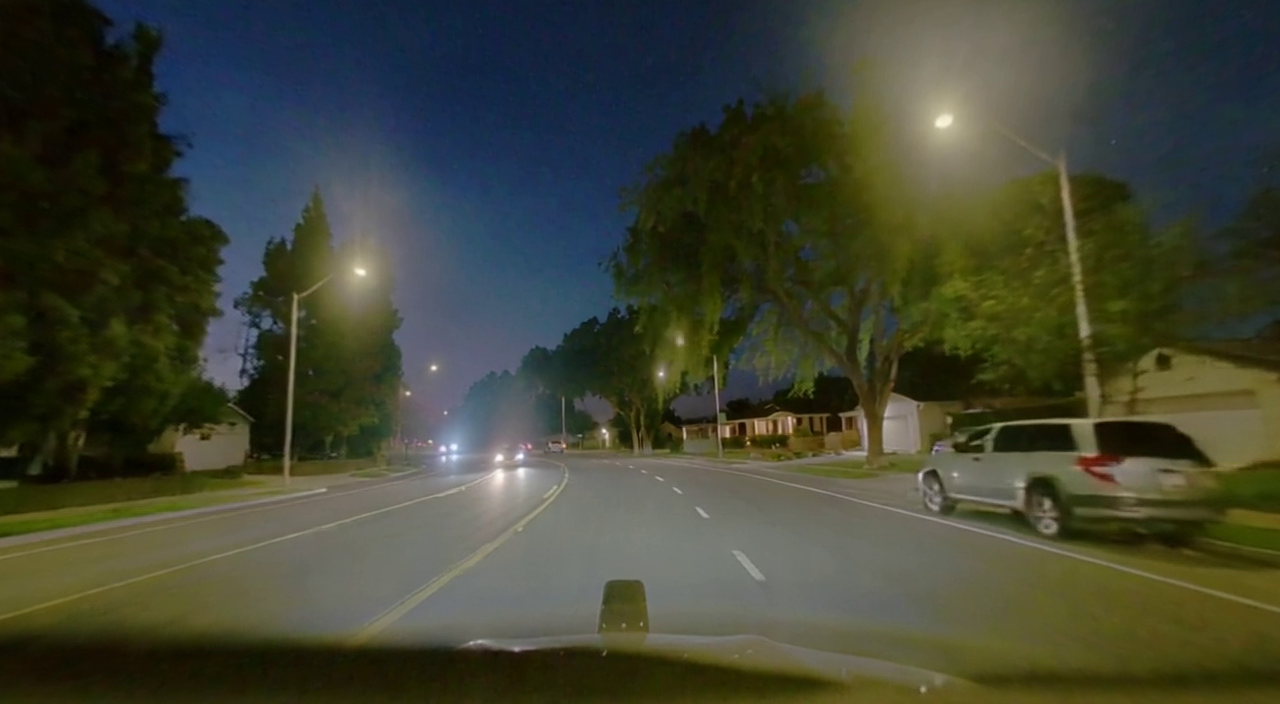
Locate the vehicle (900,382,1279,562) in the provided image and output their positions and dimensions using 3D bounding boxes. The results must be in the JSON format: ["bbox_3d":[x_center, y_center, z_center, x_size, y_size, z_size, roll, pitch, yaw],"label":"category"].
[{"bbox_3d":[6.630,1.758,10.170,2.348,1.986,6.289,0,-8,2],"label":"vehicle"}]

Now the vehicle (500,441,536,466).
[{"bbox_3d":[-7.861,6.436,40.269,2.043,1.470,4.338,2,-8,-13],"label":"vehicle"}]
